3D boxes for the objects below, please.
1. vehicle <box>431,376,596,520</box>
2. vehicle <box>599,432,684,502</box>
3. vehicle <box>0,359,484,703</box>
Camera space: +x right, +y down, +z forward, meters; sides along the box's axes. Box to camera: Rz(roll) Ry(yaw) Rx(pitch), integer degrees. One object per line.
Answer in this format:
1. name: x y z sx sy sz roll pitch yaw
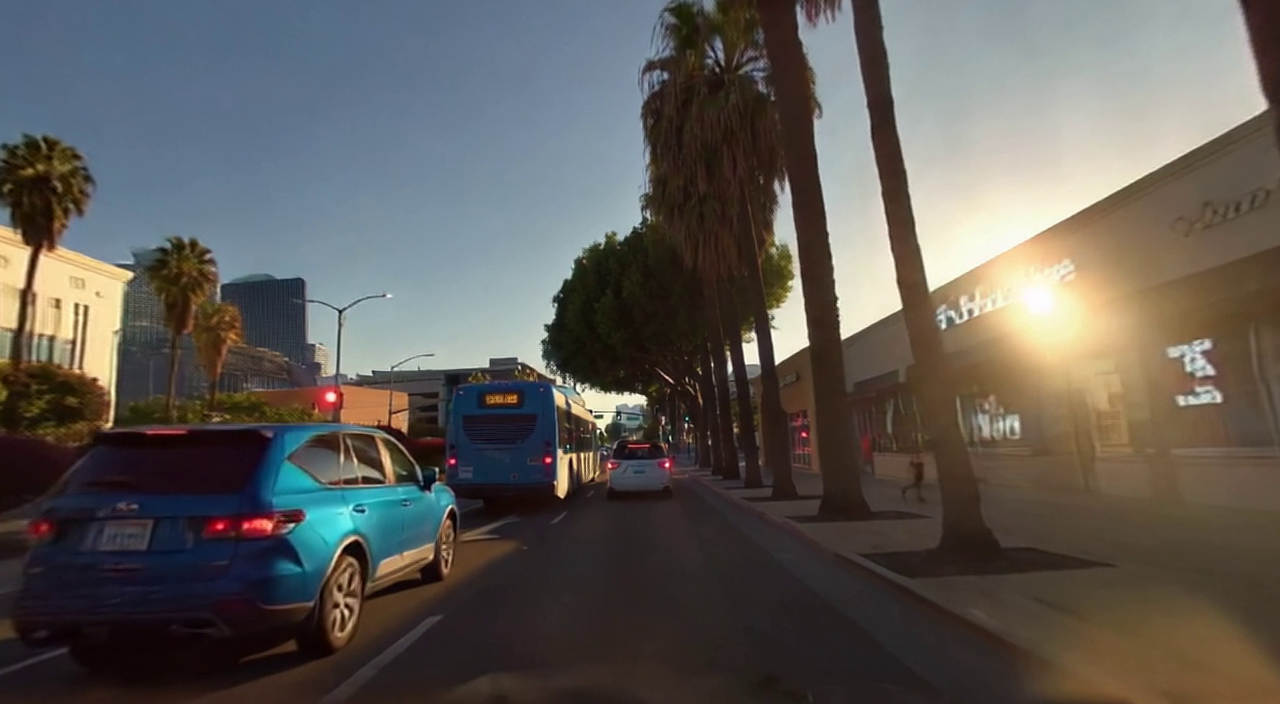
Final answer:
1. vehicle: -2.987 2.661 17.708 2.775 3.064 8.297 0 -9 1
2. vehicle: 0.057 3.166 17.681 2.120 1.727 3.917 0 -9 0
3. vehicle: -3.001 1.270 5.320 2.124 1.799 4.587 0 -9 1
